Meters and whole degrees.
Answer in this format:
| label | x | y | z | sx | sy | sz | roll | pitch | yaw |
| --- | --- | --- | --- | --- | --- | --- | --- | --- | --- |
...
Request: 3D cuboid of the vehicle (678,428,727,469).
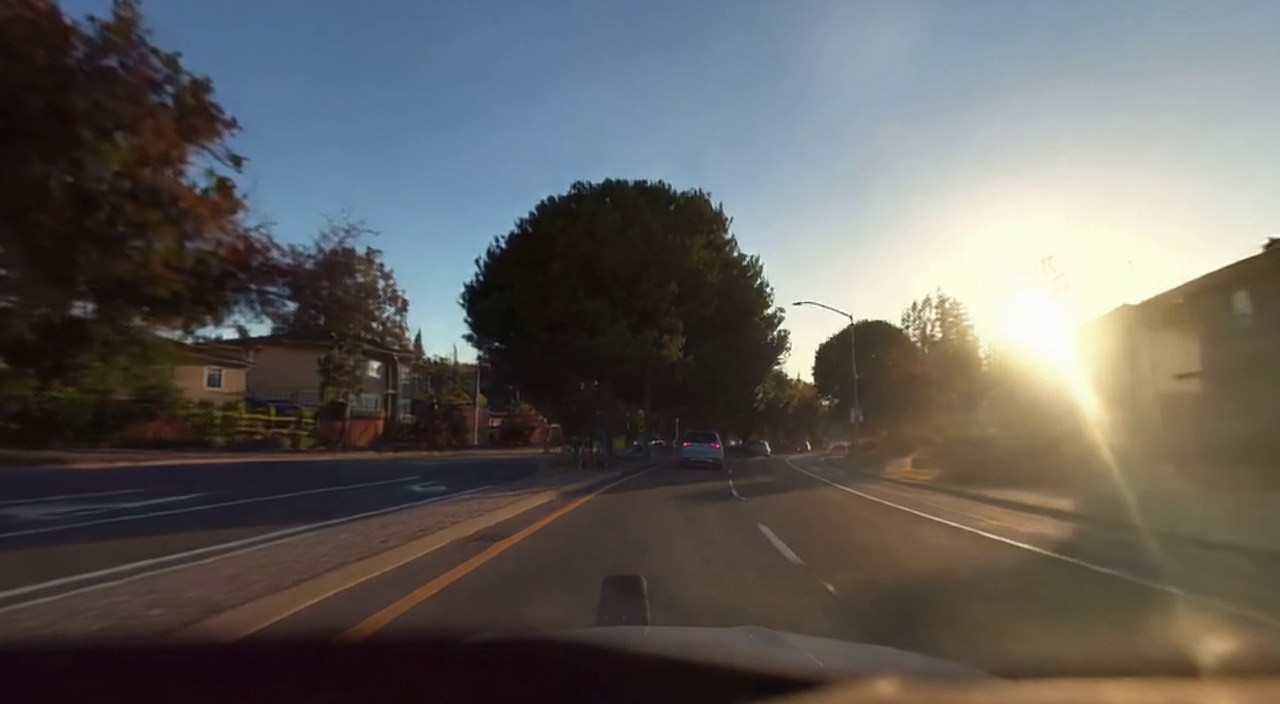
| label | x | y | z | sx | sy | sz | roll | pitch | yaw |
| --- | --- | --- | --- | --- | --- | --- | --- | --- | --- |
| vehicle | 3.365 | 5.041 | 32.999 | 2.072 | 2.002 | 4.391 | -1 | -8 | 12 |
